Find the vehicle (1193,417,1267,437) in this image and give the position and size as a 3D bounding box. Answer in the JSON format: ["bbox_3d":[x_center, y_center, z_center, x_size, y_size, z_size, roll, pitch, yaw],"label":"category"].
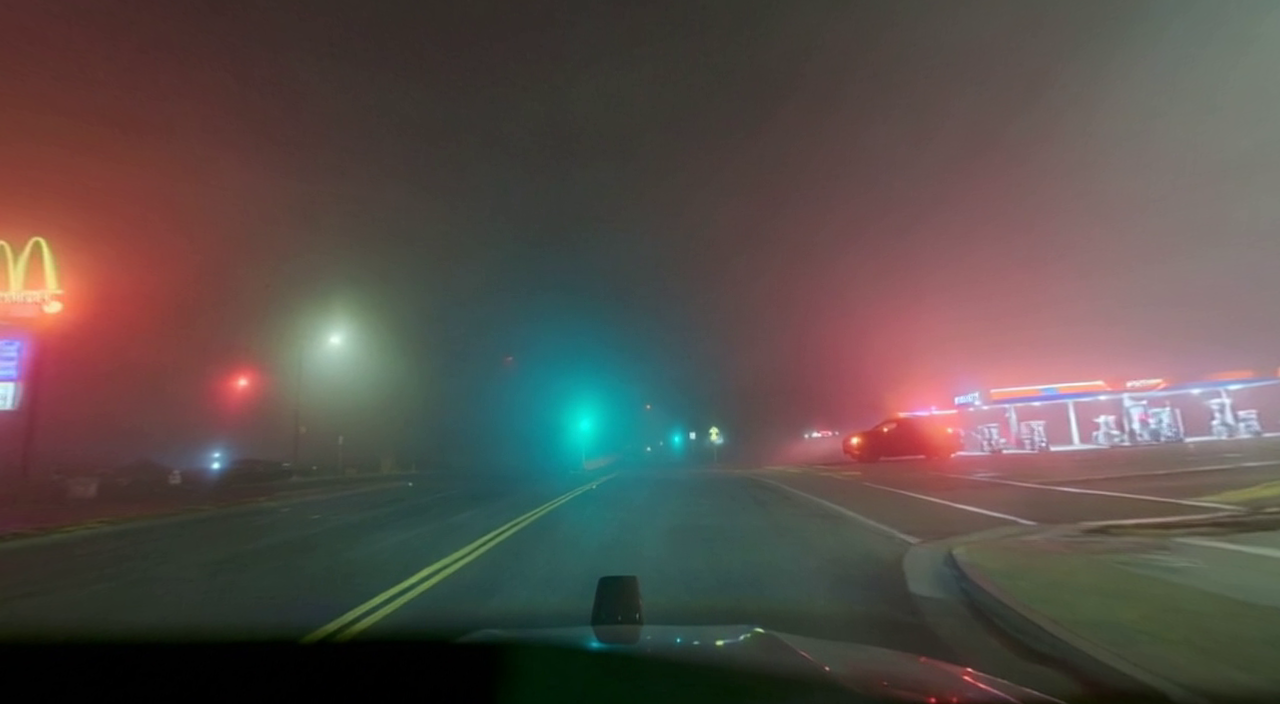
[{"bbox_3d":[43.932,5.602,46.916,3.739,1.451,1.647,0,-8,0],"label":"vehicle"}]

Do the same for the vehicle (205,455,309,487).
[{"bbox_3d":[-25.936,8.048,42.721,5.803,1.632,2.173,-4,-7,3],"label":"vehicle"}]

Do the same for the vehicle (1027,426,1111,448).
[{"bbox_3d":[29.958,5.976,44.091,4.363,1.503,1.989,0,-8,3],"label":"vehicle"}]

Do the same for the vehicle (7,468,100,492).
[{"bbox_3d":[-44.004,9.598,47.267,4.854,1.696,1.834,1,-8,-5],"label":"vehicle"}]

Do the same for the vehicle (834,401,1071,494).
[{"bbox_3d":[7.534,2.355,15.621,4.640,1.800,2.026,-4,-9,1],"label":"vehicle"}]

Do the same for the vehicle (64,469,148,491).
[{"bbox_3d":[-38.406,9.207,45.293,4.290,1.475,1.742,0,-8,-3],"label":"vehicle"}]
